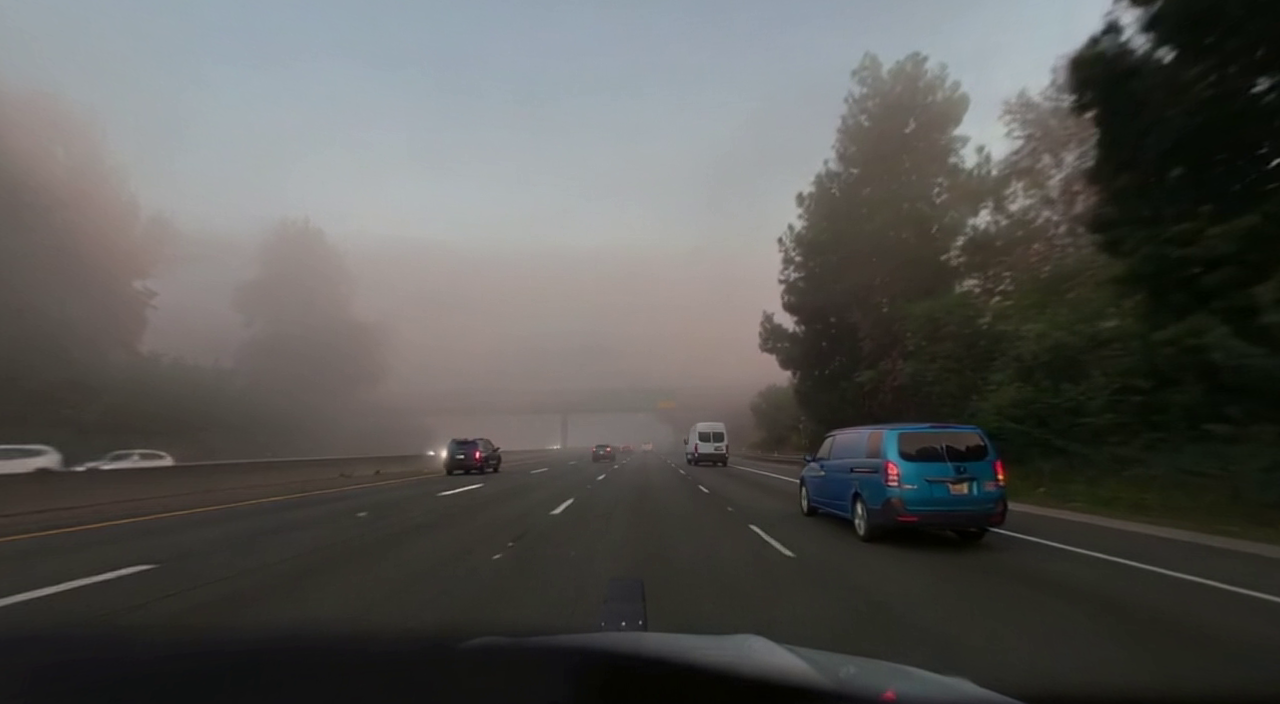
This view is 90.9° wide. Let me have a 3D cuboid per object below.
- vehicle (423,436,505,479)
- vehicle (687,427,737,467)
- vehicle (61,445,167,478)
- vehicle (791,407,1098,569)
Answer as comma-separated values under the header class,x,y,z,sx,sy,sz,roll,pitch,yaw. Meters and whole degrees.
class,x,y,z,sx,sy,sz,roll,pitch,yaw
vehicle,-7.334,4.449,26.865,2.068,1.632,4.623,0,-8,1
vehicle,4.254,5.763,38.207,2.347,2.234,5.352,0,-8,0
vehicle,-32.984,6.830,39.810,2.002,1.885,5.378,0,-8,0
vehicle,3.777,1.773,9.012,2.100,1.690,4.536,0,-8,0
